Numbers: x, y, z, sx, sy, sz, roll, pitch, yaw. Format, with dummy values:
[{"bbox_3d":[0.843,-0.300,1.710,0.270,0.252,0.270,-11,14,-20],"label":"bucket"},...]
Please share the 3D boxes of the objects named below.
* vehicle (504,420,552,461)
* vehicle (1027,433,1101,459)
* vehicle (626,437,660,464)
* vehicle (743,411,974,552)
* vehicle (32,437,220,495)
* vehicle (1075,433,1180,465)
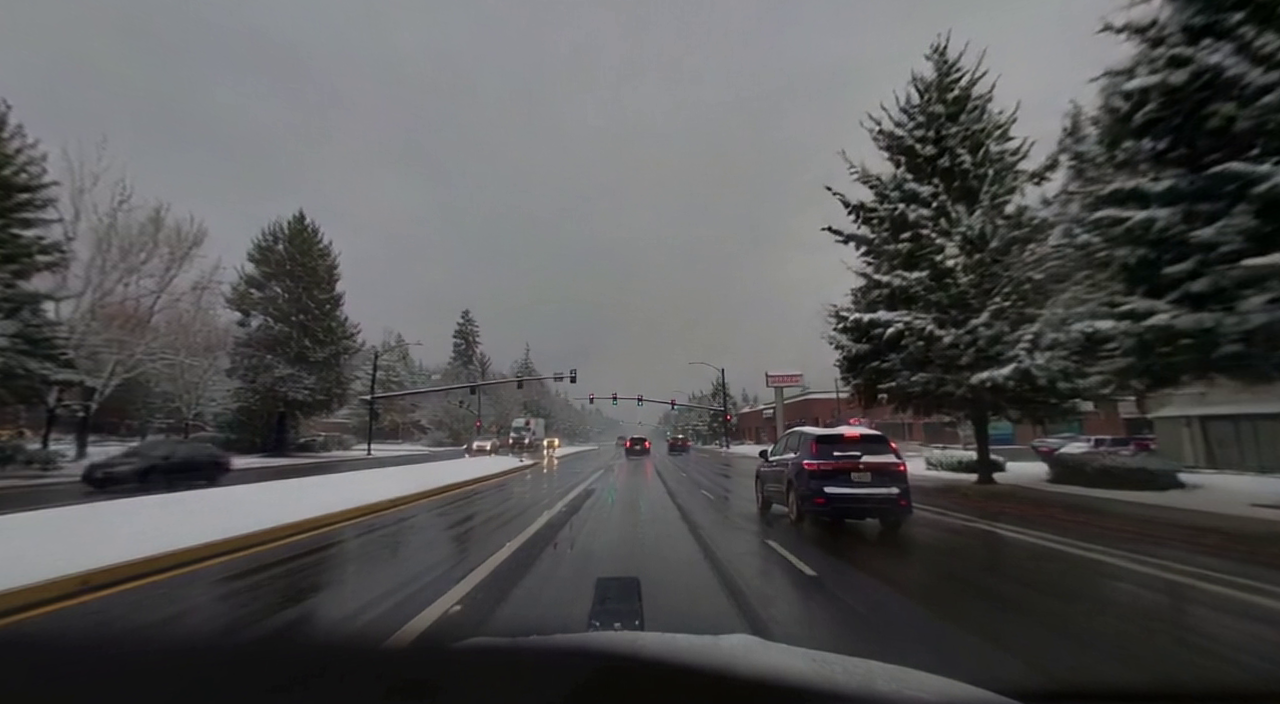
[{"bbox_3d":[-7.505,6.001,42.817,2.334,2.525,5.893,0,-8,-2],"label":"vehicle"},{"bbox_3d":[31.329,6.993,46.856,1.980,1.792,4.850,0,-8,-1],"label":"vehicle"},{"bbox_3d":[0.129,6.040,38.848,2.023,1.532,3.891,0,-8,-1],"label":"vehicle"},{"bbox_3d":[3.004,1.884,9.896,1.969,1.682,4.387,0,-8,-1],"label":"vehicle"},{"bbox_3d":[-15.027,3.333,18.885,1.849,1.477,4.513,0,-8,-1],"label":"vehicle"},{"bbox_3d":[25.609,5.117,33.421,1.924,1.595,4.372,0,-8,-2],"label":"vehicle"}]
